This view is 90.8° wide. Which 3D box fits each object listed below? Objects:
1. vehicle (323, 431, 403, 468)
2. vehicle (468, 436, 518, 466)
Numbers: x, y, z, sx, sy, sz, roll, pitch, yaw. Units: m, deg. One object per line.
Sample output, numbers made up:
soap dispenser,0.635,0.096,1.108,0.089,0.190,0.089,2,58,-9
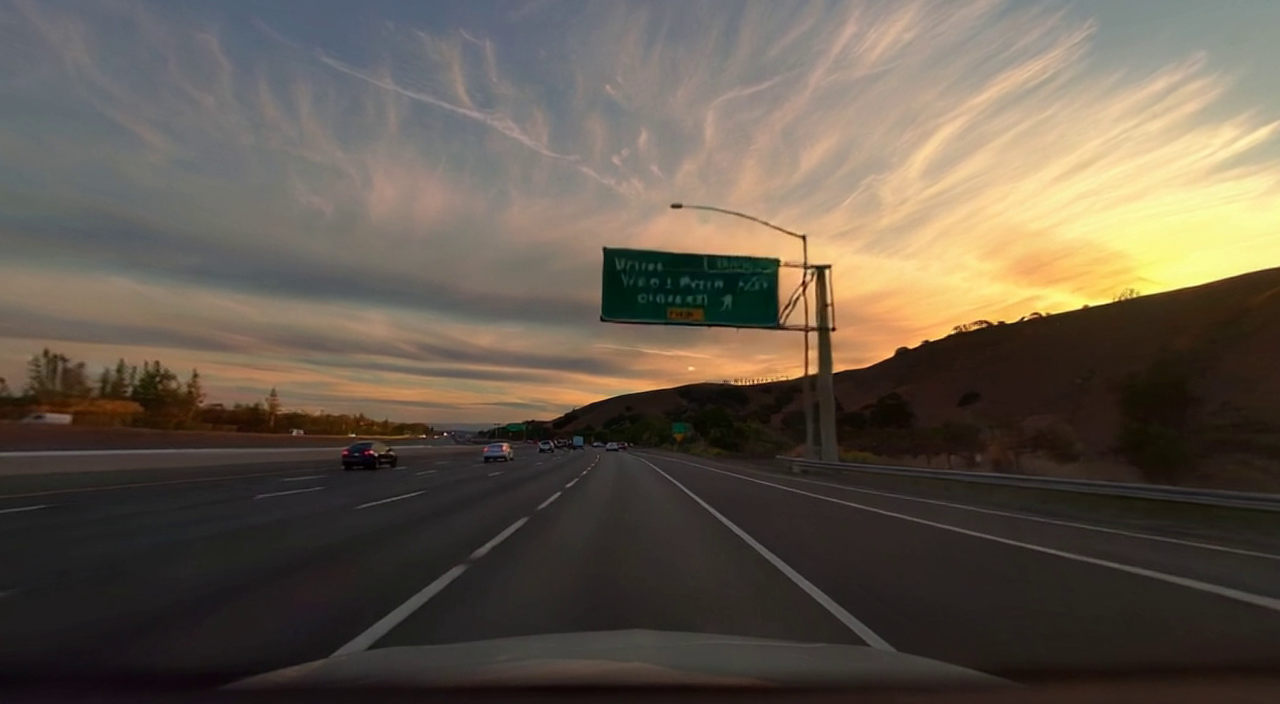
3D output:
vehicle,-15.837,5.622,36.532,2.240,1.953,5.452,0,-9,-2
vehicle,-8.884,6.046,38.558,2.104,1.715,4.319,0,-9,-1
